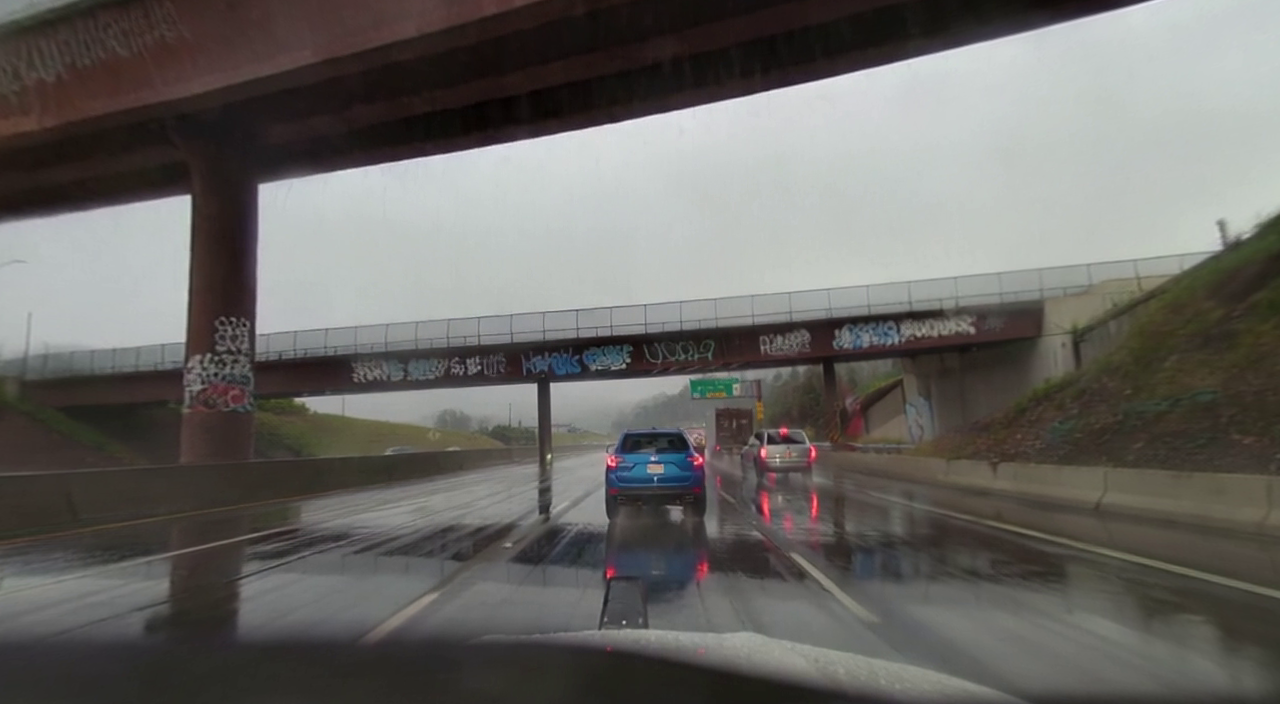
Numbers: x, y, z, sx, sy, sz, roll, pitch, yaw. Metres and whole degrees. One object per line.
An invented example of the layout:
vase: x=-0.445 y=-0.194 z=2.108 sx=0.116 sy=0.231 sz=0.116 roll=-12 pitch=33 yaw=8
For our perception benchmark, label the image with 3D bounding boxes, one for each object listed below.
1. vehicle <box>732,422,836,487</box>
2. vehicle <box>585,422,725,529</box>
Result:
vehicle: x=4.726 y=3.494 z=21.773 sx=2.311 sy=1.922 sz=5.977 roll=-1 pitch=-8 yaw=1
vehicle: x=0.268 y=2.235 z=11.922 sx=2.193 sy=1.651 sz=3.946 roll=0 pitch=-8 yaw=1
